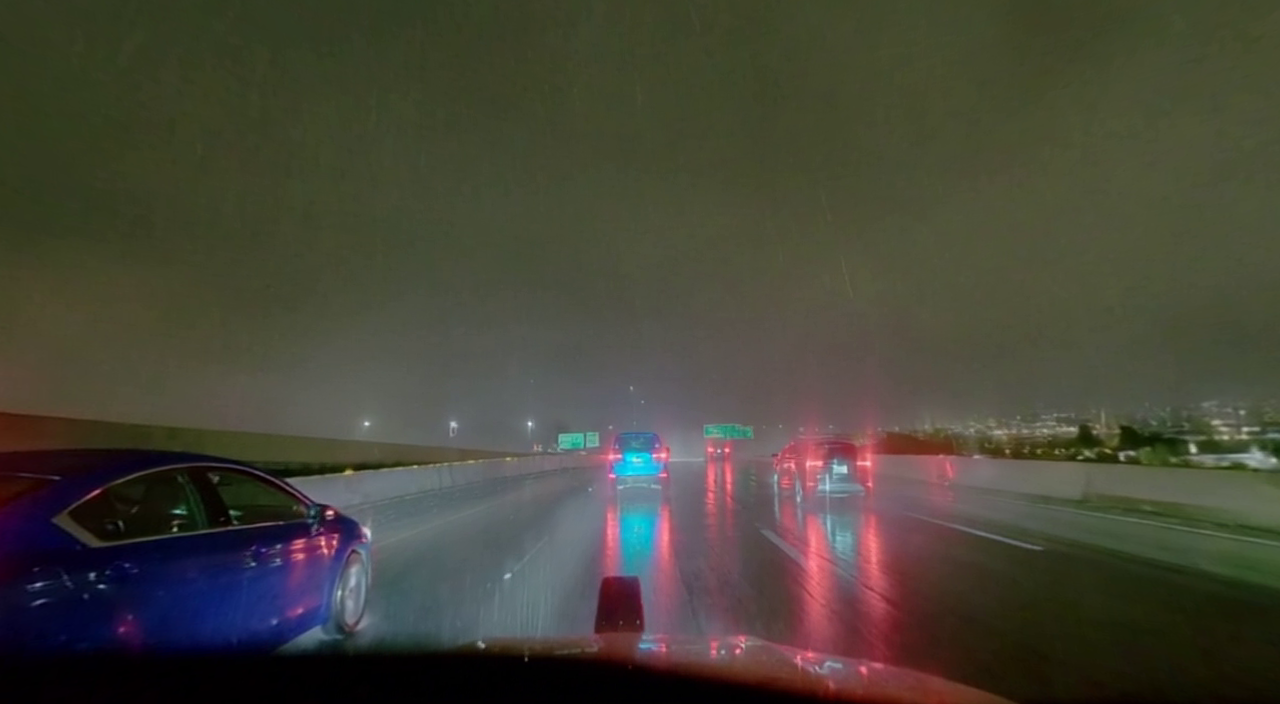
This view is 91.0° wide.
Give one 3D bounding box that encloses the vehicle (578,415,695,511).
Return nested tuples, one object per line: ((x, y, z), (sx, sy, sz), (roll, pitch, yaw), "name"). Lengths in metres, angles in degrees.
((0.019, 2.502, 14.601), (2.264, 1.841, 4.583), (0, -9, 2), "vehicle")

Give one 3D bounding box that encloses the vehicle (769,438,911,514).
((4.424, 2.786, 14.671), (2.047, 1.500, 4.017), (0, -9, 1), "vehicle")

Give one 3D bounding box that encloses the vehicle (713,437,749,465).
((5.911, 6.473, 41.231), (2.047, 1.700, 4.069), (-1, -9, 5), "vehicle")
